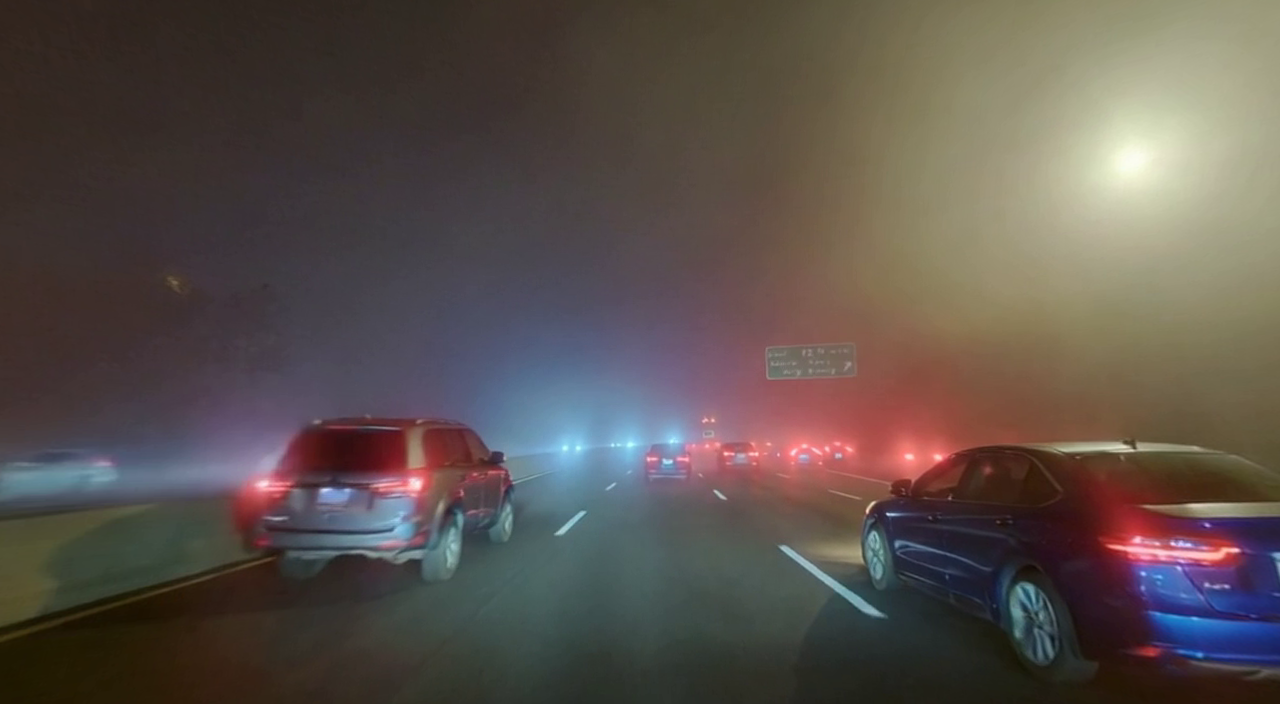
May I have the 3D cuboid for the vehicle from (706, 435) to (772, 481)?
[{"bbox_3d":[3.900,4.246,25.477,2.076,1.684,4.241,0,-9,2],"label":"vehicle"}]

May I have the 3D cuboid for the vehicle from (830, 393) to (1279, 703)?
[{"bbox_3d":[3.028,1.224,4.305,2.009,1.489,4.559,0,-9,0],"label":"vehicle"}]

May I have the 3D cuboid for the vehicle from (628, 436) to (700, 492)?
[{"bbox_3d":[0.737,3.553,20.317,2.074,1.614,3.803,0,-9,1],"label":"vehicle"}]

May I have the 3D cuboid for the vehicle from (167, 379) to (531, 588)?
[{"bbox_3d":[-3.210,1.649,8.674,2.434,1.965,5.305,0,-9,0],"label":"vehicle"}]
